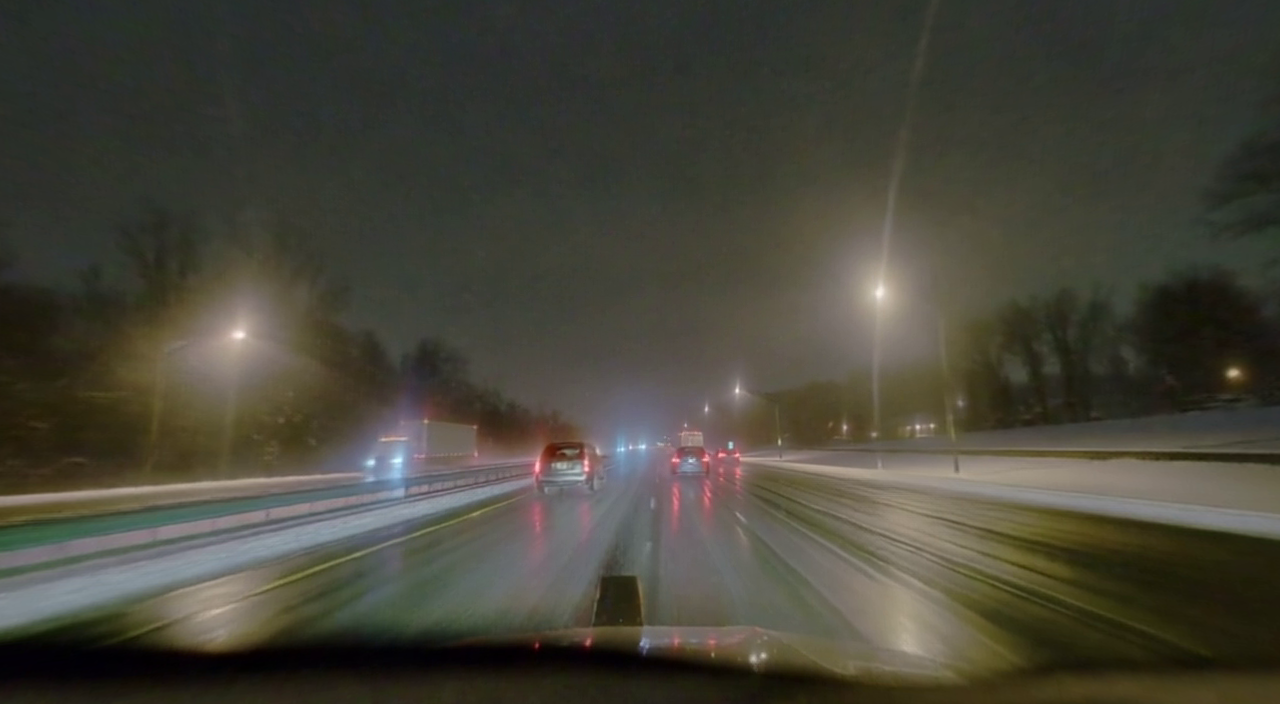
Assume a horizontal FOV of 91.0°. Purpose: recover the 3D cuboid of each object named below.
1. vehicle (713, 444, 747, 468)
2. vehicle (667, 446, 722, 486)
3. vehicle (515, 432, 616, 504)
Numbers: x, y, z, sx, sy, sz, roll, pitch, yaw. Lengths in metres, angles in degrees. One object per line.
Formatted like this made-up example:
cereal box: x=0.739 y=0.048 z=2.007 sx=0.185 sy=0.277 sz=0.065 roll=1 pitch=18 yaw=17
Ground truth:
vehicle: x=6.640 y=7.747 z=47.063 sx=1.975 sy=1.650 sz=4.257 roll=0 pitch=-9 yaw=1
vehicle: x=2.132 y=4.584 z=25.719 sx=2.004 sy=1.471 sz=4.032 roll=0 pitch=-9 yaw=2
vehicle: x=-1.896 y=3.159 z=17.595 sx=2.142 sy=1.724 sz=4.344 roll=0 pitch=-9 yaw=2
